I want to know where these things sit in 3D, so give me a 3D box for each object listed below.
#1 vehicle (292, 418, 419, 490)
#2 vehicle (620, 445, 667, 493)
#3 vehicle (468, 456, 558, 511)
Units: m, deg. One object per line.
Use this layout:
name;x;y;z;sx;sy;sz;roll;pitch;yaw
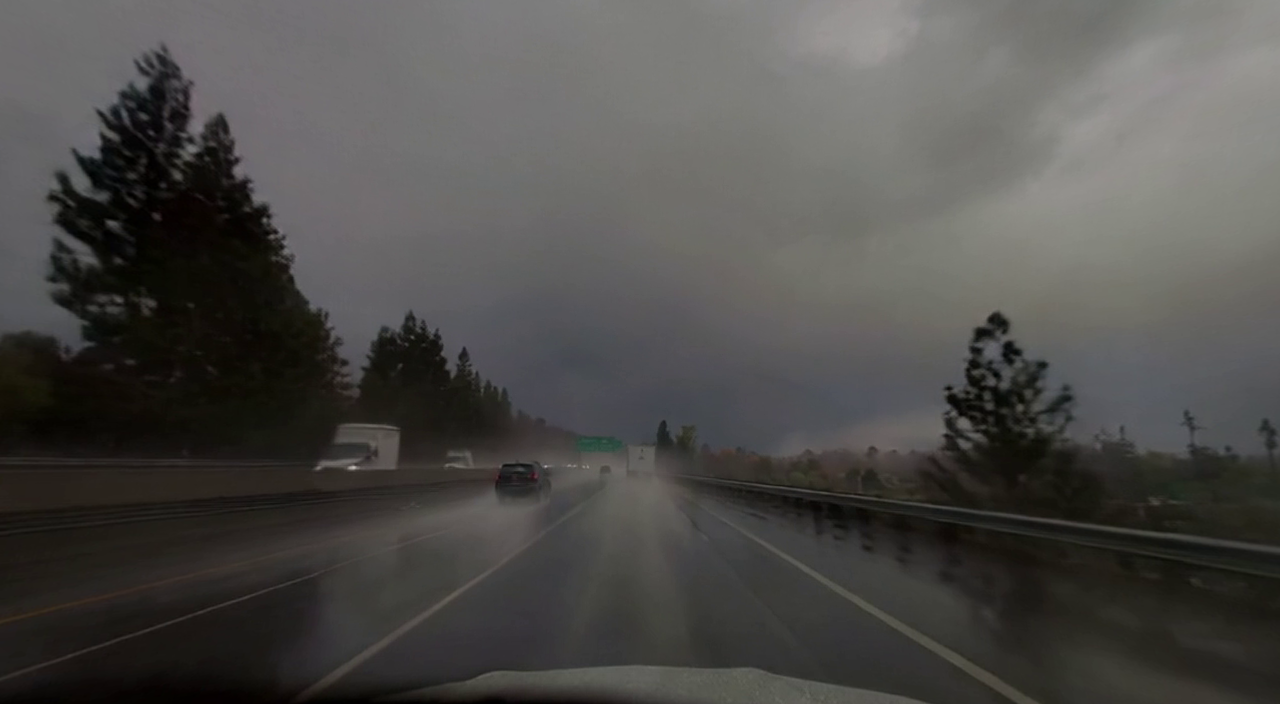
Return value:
vehicle;-12.861;4.810;29.346;2.627;2.899;7.080;1;-11;-1
vehicle;0.106;6.826;36.712;2.482;2.549;5.447;1;-11;-2
vehicle;-4.046;4.280;20.726;2.100;1.605;3.883;1;-11;0
